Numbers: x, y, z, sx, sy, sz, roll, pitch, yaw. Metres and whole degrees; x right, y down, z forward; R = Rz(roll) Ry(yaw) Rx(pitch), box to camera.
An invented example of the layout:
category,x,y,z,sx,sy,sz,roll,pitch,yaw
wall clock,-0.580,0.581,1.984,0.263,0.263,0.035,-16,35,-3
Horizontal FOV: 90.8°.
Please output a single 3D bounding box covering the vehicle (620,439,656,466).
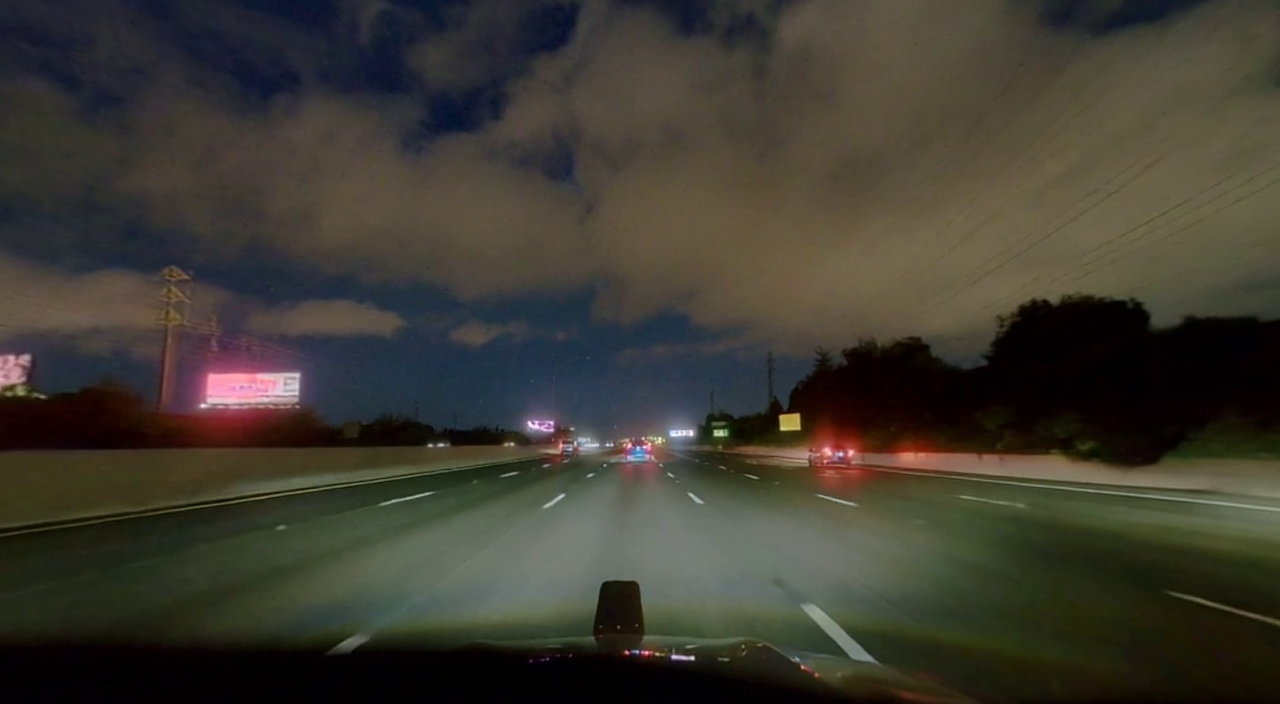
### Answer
category,x,y,z,sx,sy,sz,roll,pitch,yaw
vehicle,-0.155,6.186,38.921,2.074,1.574,3.971,0,-8,-1
